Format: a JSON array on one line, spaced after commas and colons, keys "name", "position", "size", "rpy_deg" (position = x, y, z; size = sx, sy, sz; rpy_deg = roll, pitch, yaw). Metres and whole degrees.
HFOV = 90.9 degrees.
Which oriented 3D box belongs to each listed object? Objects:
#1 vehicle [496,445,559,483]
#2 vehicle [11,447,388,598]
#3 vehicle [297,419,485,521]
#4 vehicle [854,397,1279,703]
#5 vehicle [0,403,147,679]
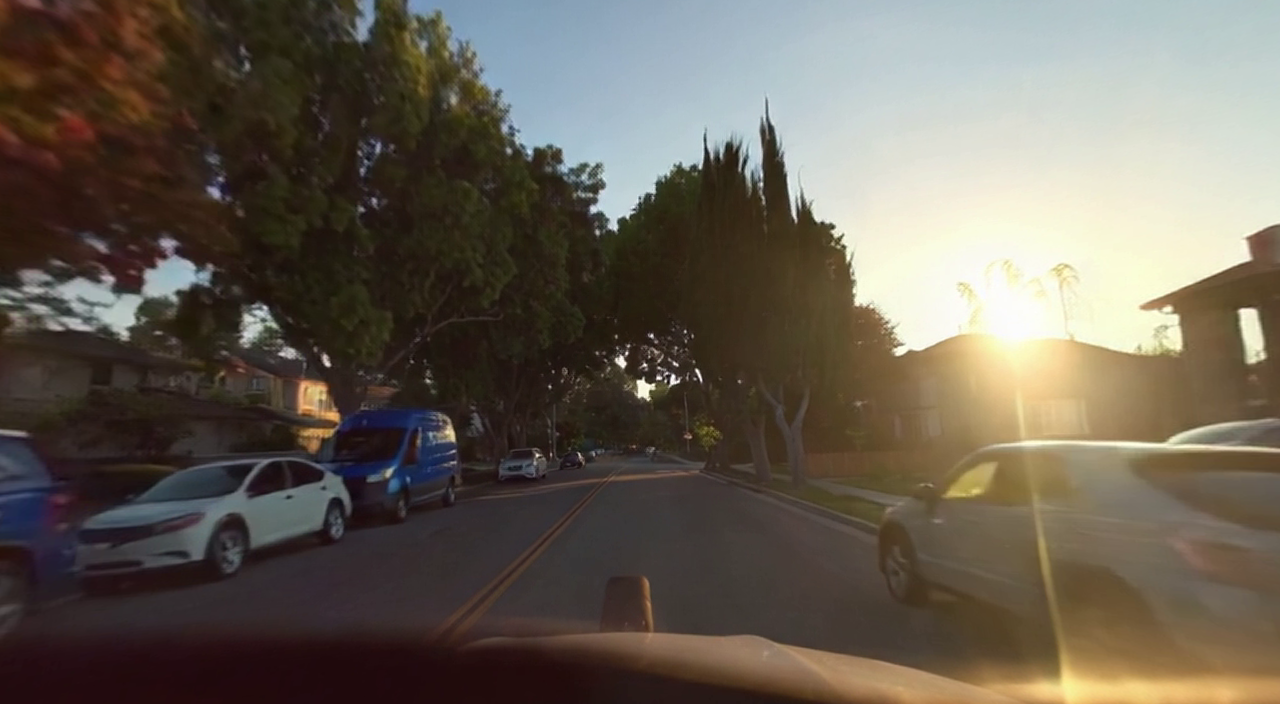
[{"name": "vehicle", "position": [-5.001, 5.004, 28.624], "size": [2.038, 1.571, 4.524], "rpy_deg": [0, -8, 0]}, {"name": "vehicle", "position": [-5.568, 2.136, 8.963], "size": [1.909, 1.517, 4.580], "rpy_deg": [0, -8, 2]}, {"name": "vehicle", "position": [-5.594, 2.725, 15.200], "size": [2.315, 2.008, 5.343], "rpy_deg": [0, -8, 0]}, {"name": "vehicle", "position": [3.246, 1.238, 4.372], "size": [1.945, 1.514, 4.552], "rpy_deg": [0, -8, 0]}, {"name": "vehicle", "position": [-5.433, 1.119, 3.168], "size": [2.090, 1.855, 4.494], "rpy_deg": [0, -8, 2]}]
